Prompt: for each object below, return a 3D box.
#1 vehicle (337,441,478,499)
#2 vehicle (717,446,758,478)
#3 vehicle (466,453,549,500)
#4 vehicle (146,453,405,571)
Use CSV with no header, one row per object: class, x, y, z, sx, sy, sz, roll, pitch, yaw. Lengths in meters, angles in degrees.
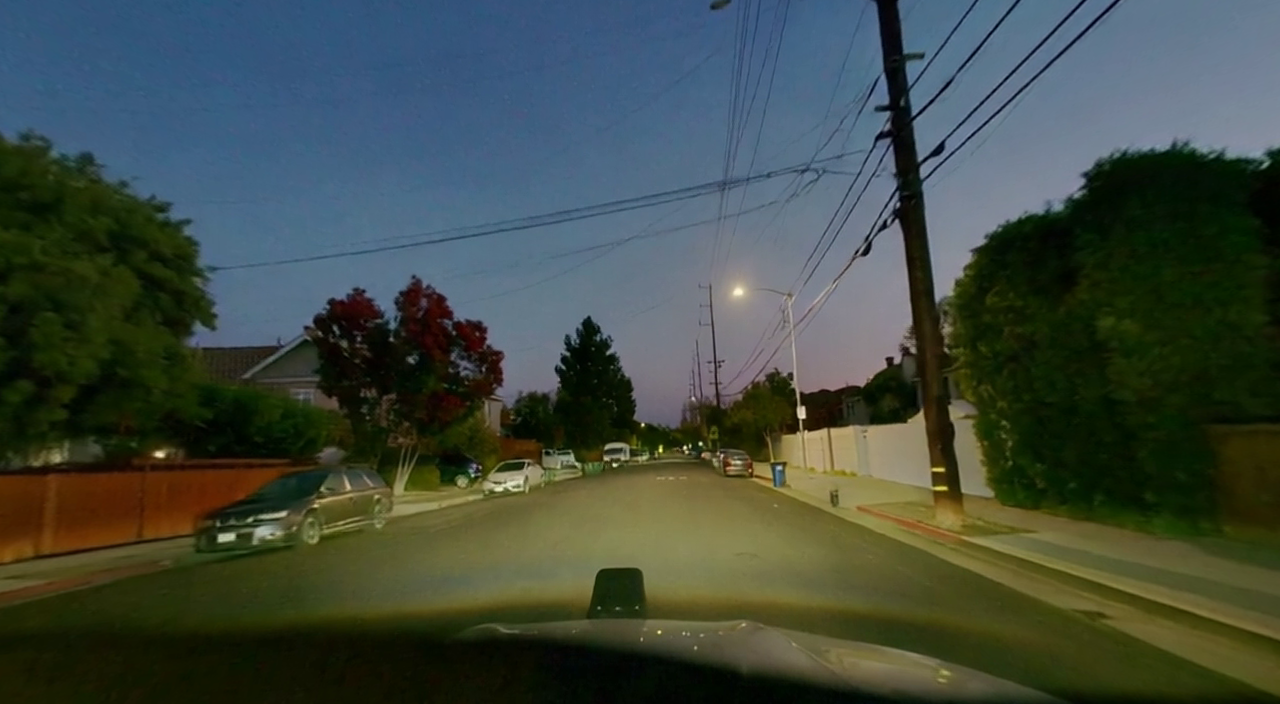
vehicle,-10.012,5.080,28.048,2.416,2.211,6.384,-3,-8,17
vehicle,5.039,5.734,33.146,1.903,1.500,4.057,-2,-8,6
vehicle,-5.478,5.203,26.746,2.062,1.500,4.629,-4,-7,6
vehicle,-6.595,2.879,12.217,2.061,1.466,4.660,-5,-7,4
